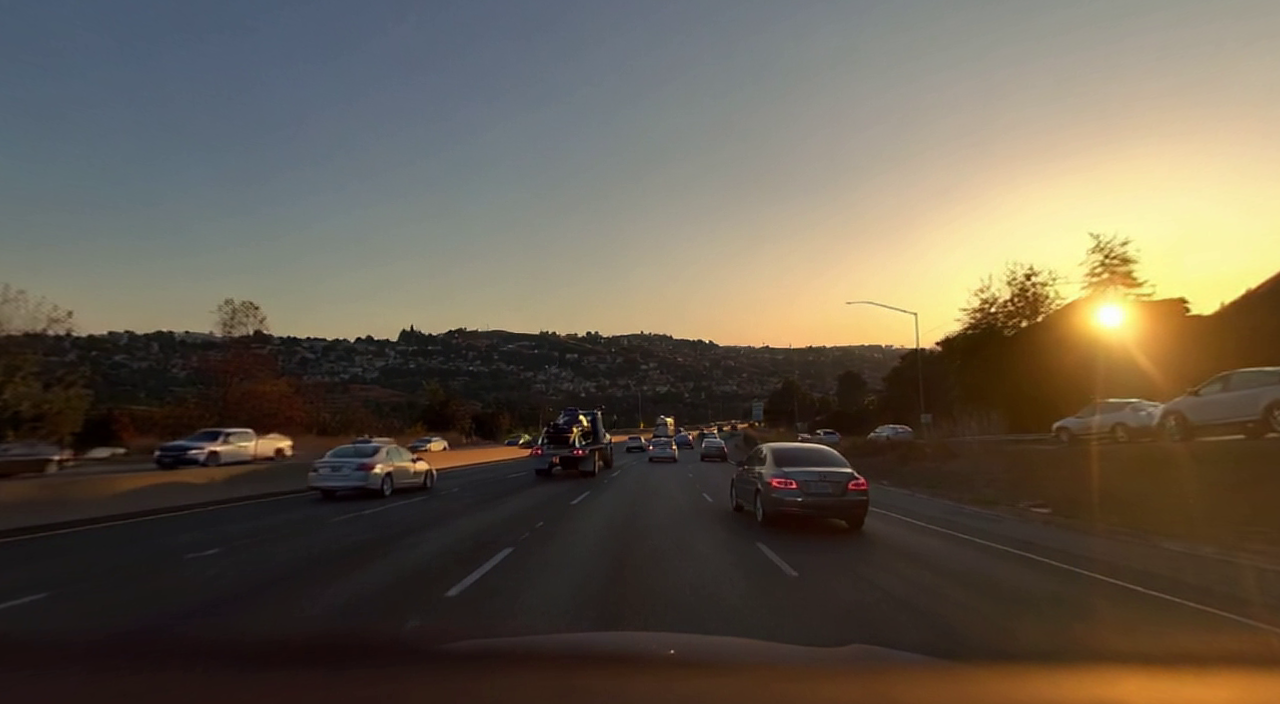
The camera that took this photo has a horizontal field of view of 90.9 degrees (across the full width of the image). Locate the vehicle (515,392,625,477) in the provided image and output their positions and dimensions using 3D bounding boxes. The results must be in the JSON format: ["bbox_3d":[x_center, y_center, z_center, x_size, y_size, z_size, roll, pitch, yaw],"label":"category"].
[{"bbox_3d":[-2.586,3.660,27.421,3.162,2.955,10.282,0,-8,3],"label":"vehicle"}]

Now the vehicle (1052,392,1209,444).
[{"bbox_3d":[17.215,2.438,22.456,2.034,1.647,4.188,0,-8,-3],"label":"vehicle"}]

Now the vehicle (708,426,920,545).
[{"bbox_3d":[2.448,2.012,10.204,2.040,1.481,4.260,0,-8,-3],"label":"vehicle"}]

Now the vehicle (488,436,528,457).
[{"bbox_3d":[-9.988,7.186,47.989,1.881,1.511,3.959,-1,-8,5],"label":"vehicle"}]

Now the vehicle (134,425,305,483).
[{"bbox_3d":[-15.414,3.799,23.679,2.333,1.897,5.499,-1,-8,4],"label":"vehicle"}]

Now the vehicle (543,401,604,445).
[{"bbox_3d":[-2.650,3.031,26.191,1.893,1.674,4.766,0,-8,2],"label":"vehicle"}]

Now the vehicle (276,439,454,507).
[{"bbox_3d":[-6.406,2.857,15.483,1.964,1.395,4.948,0,-8,2],"label":"vehicle"}]

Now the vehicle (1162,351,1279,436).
[{"bbox_3d":[13.647,0.870,12.958,1.979,1.616,4.268,1,-8,-4],"label":"vehicle"}]

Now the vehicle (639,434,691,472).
[{"bbox_3d":[1.085,4.339,27.173,2.079,1.499,3.915,0,-8,2],"label":"vehicle"}]
